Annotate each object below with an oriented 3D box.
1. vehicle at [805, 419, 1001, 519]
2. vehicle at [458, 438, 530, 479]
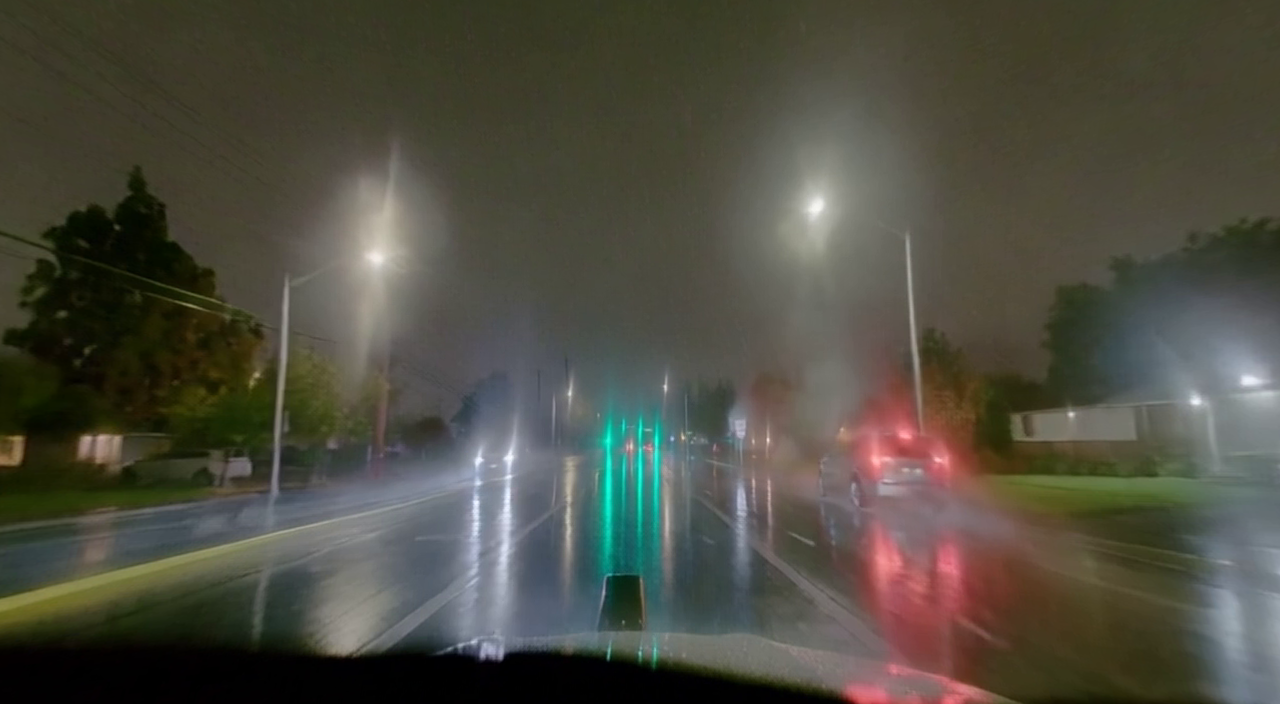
[{"bbox_3d":[5.441,2.493,13.920,2.114,1.799,4.960,0,-9,-1],"label":"vehicle"},{"bbox_3d":[-7.354,5.453,32.371,2.325,1.877,5.690,-1,-9,1],"label":"vehicle"}]
